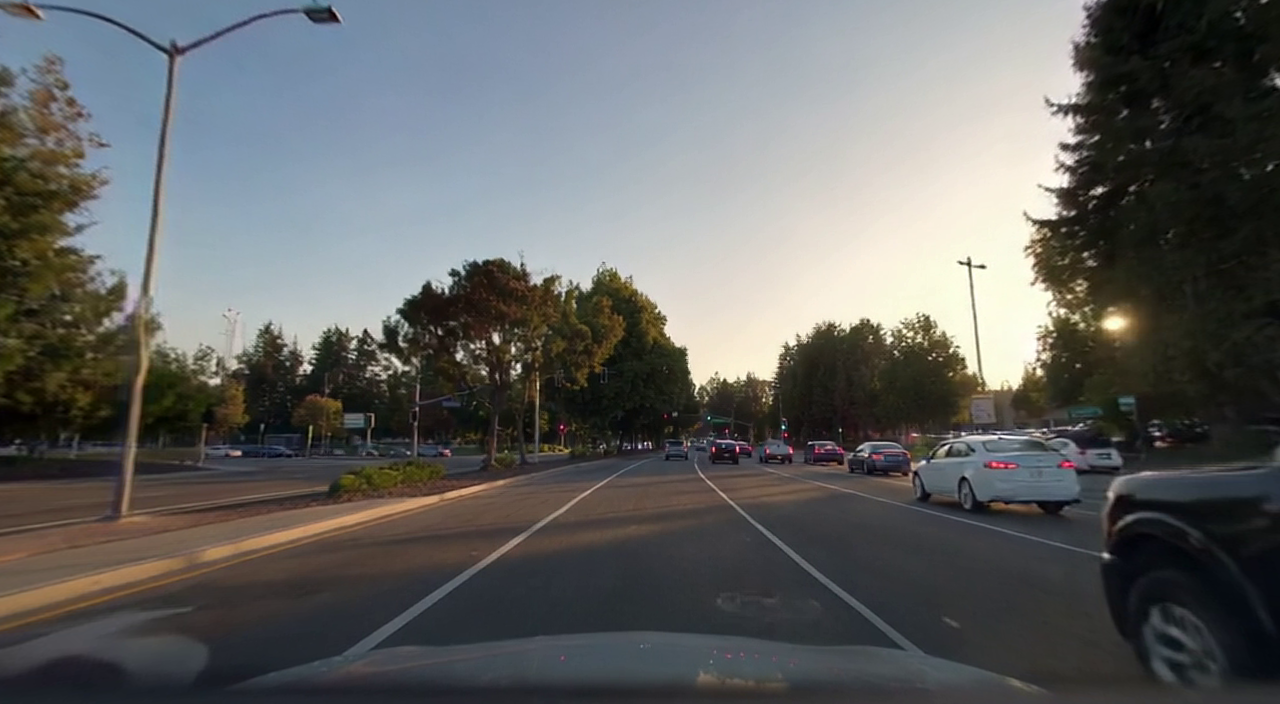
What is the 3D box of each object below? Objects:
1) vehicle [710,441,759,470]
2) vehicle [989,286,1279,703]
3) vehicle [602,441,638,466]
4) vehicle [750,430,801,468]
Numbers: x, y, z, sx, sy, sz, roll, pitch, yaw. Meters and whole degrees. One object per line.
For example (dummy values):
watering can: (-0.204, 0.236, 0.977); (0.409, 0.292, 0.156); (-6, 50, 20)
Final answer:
vehicle: (5.393, 5.986, 36.653); (2.292, 1.563, 4.734); (0, -8, 2)
vehicle: (3.234, 0.498, 0.789); (2.333, 1.777, 5.713); (0, -8, 0)
vehicle: (-1.303, 6.811, 42.451); (1.958, 1.542, 4.175); (-1, -9, 5)
vehicle: (8.419, 6.102, 39.791); (2.186, 2.202, 5.426); (0, -8, 2)
